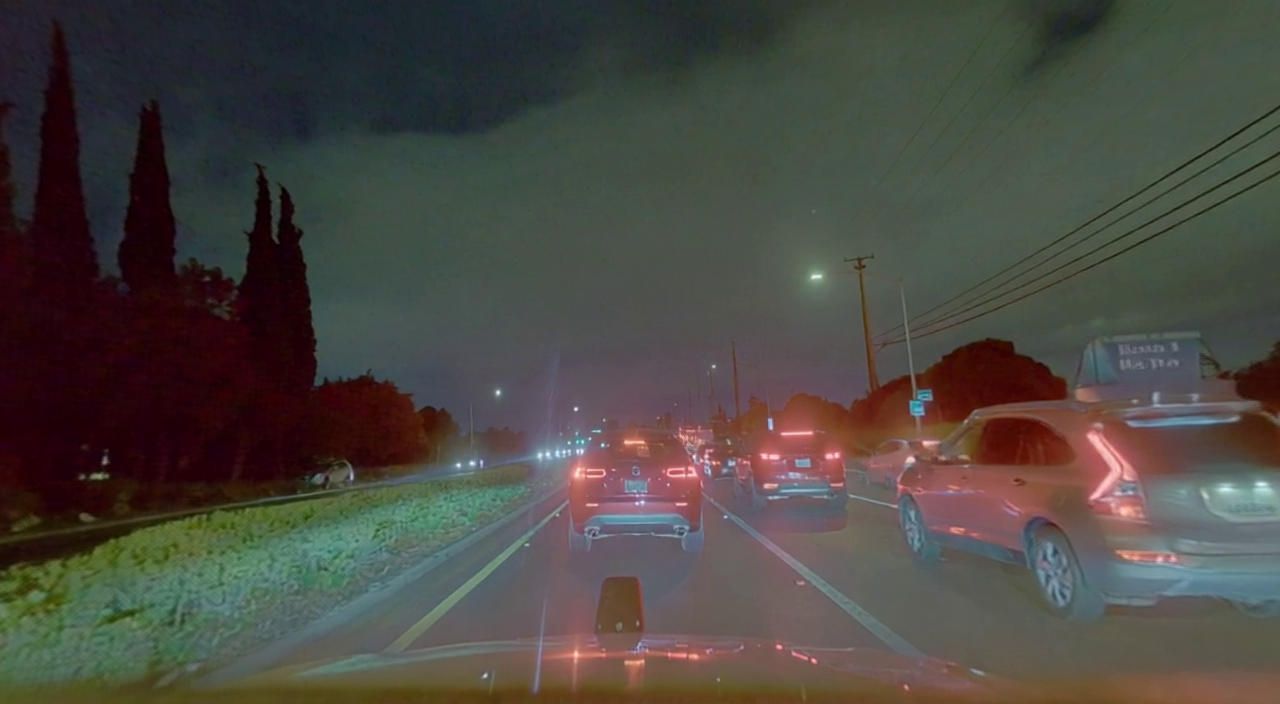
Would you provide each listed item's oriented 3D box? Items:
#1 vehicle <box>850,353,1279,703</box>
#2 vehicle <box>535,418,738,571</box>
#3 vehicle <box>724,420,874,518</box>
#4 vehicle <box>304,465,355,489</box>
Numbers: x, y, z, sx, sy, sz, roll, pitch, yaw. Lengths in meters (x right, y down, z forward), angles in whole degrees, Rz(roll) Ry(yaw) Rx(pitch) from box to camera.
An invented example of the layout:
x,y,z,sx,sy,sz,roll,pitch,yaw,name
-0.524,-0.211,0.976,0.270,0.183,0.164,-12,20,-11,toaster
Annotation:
x,y,z,sx,sy,sz,roll,pitch,yaw,name
3.507,1.162,5.285,2.001,1.707,4.250,0,-8,0,vehicle
-0.073,1.865,9.065,2.199,1.641,4.232,0,-8,-1,vehicle
3.297,2.548,14.227,2.097,1.818,4.625,0,-8,-1,vehicle
-22.878,9.198,46.691,1.847,1.554,3.926,0,-8,-1,vehicle
